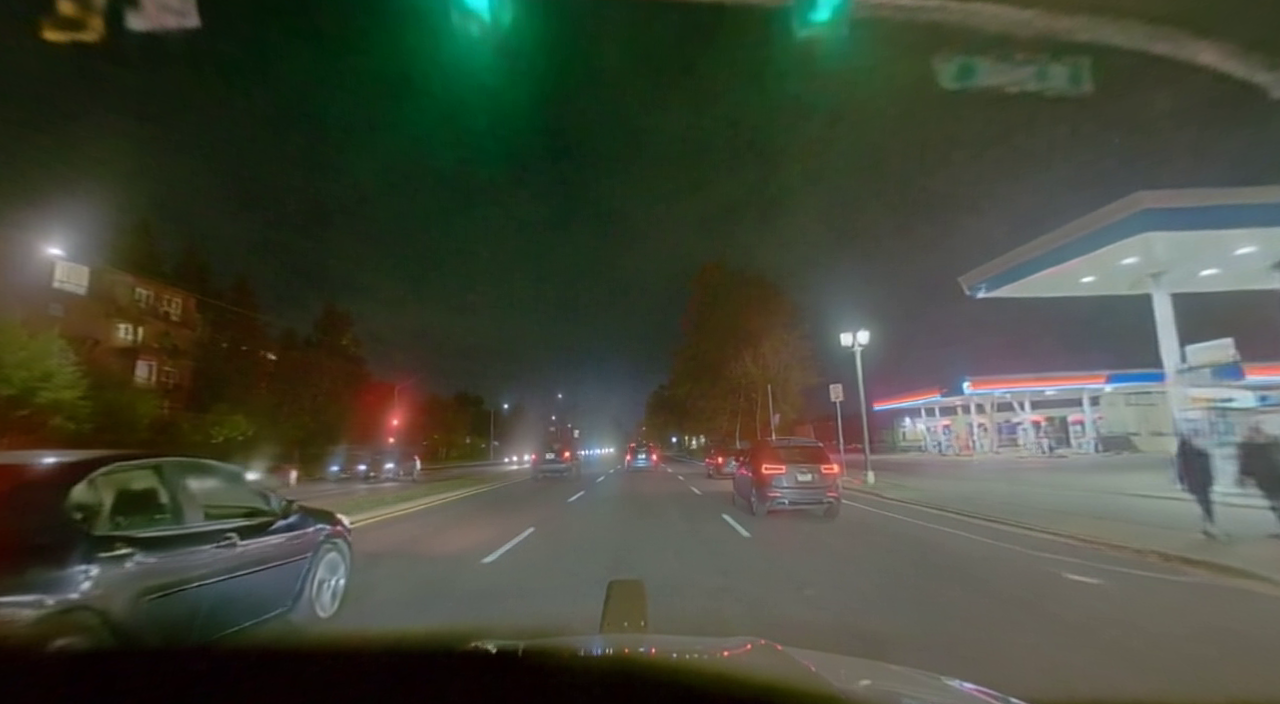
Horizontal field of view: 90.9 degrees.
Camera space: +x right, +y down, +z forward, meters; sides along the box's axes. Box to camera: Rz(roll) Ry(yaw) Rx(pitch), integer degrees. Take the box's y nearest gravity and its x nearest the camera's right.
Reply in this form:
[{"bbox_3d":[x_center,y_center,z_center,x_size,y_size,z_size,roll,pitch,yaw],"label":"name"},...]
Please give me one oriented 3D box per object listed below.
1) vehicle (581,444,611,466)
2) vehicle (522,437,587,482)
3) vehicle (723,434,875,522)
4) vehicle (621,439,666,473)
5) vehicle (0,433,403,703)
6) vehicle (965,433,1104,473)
[{"bbox_3d":[-3.175,7.520,46.128,1.901,1.483,4.372,0,-9,0],"label":"vehicle"},{"bbox_3d":[-3.313,4.278,25.274,1.988,1.645,3.995,0,-9,1],"label":"vehicle"},{"bbox_3d":[3.053,2.526,13.211,1.919,1.502,4.572,0,-9,-1],"label":"vehicle"},{"bbox_3d":[0.169,5.384,32.834,2.192,1.674,4.124,0,-9,0],"label":"vehicle"},{"bbox_3d":[-3.281,1.186,3.677,2.013,1.354,4.393,0,-9,1],"label":"vehicle"},{"bbox_3d":[16.920,4.364,27.420,1.860,1.587,4.949,3,-9,-19],"label":"vehicle"}]
